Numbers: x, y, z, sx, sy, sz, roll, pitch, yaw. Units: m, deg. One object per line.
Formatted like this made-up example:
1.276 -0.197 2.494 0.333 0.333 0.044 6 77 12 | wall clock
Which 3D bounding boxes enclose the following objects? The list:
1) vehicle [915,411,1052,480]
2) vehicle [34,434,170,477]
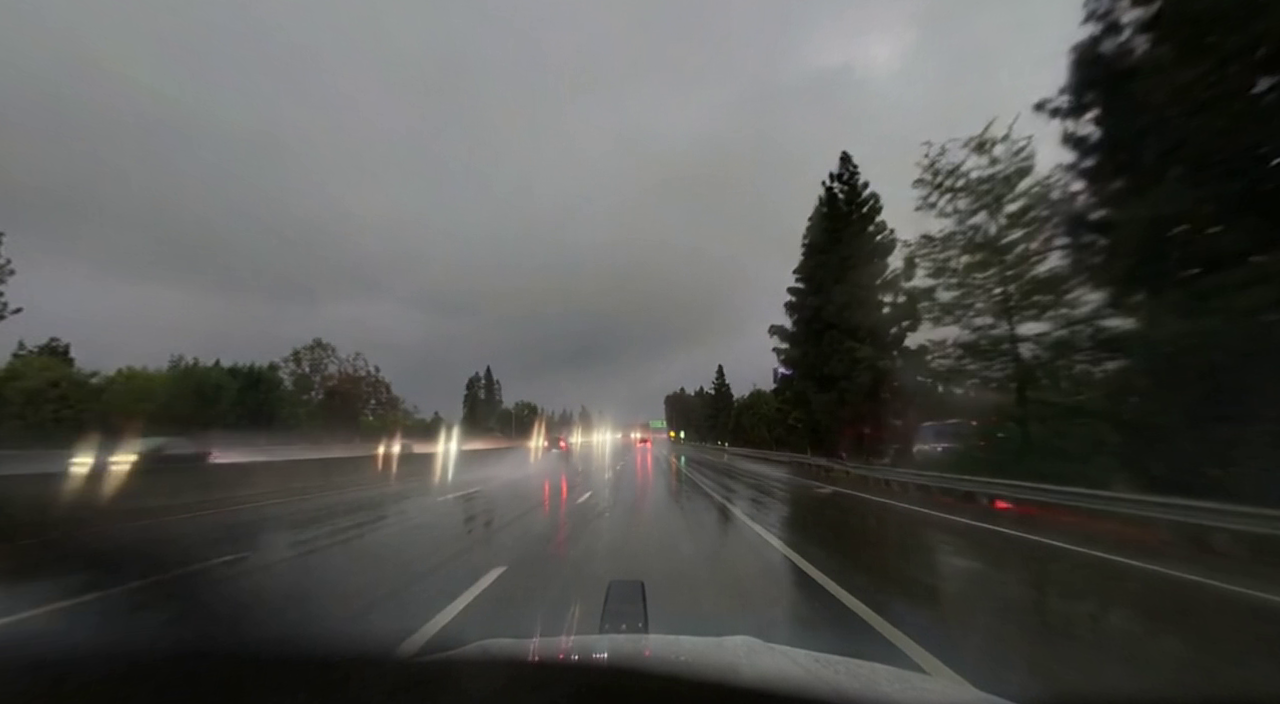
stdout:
18.870 5.129 35.333 3.098 3.410 7.172 0 -7 -5 | vehicle
-18.650 3.591 22.057 1.668 1.388 3.393 0 -8 1 | vehicle
